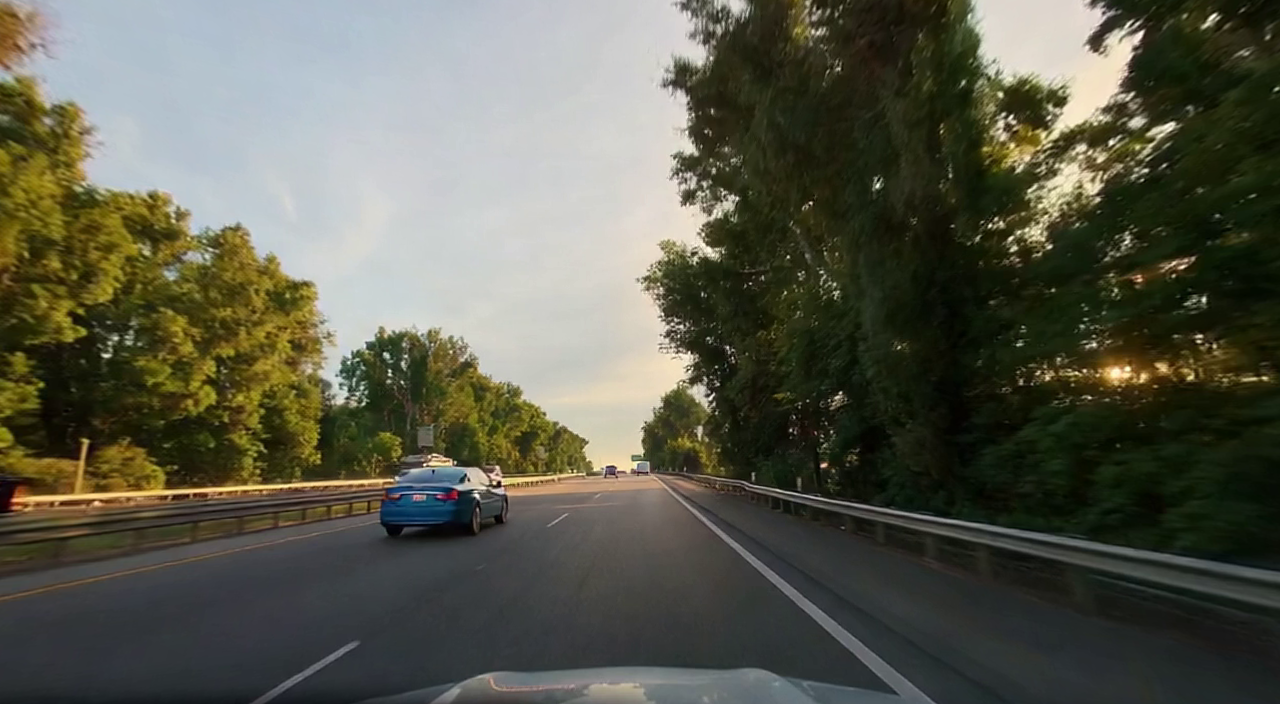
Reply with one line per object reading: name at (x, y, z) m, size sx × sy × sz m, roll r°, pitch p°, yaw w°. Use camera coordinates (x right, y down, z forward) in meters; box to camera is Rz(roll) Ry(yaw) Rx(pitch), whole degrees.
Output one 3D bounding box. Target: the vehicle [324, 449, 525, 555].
vehicle at (-3.655, 2.693, 11.852) m, size 2.006 × 1.516 × 4.820 m, roll 1°, pitch -11°, yaw 1°
